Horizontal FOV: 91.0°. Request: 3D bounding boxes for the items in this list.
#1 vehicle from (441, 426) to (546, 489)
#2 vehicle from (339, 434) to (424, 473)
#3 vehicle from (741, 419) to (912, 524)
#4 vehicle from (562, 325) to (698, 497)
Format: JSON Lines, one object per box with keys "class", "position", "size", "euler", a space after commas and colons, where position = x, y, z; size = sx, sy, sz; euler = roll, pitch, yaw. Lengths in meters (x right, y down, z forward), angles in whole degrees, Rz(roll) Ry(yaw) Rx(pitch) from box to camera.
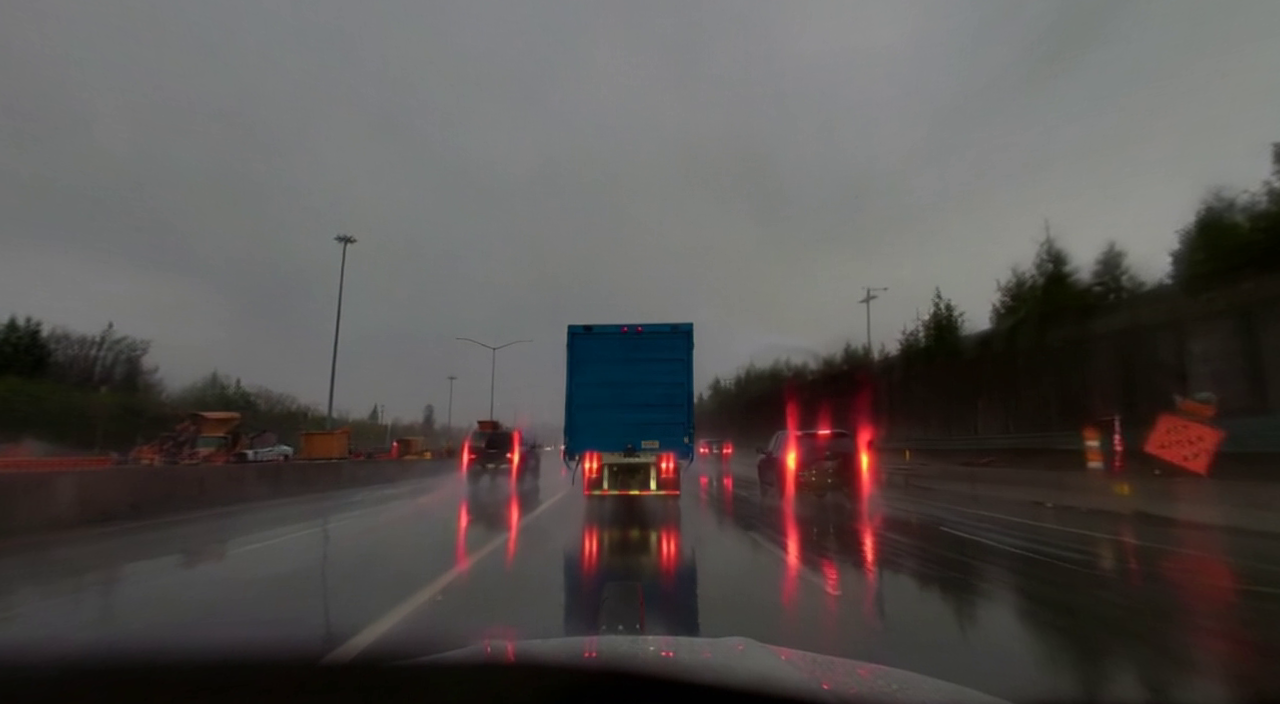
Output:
{"class": "vehicle", "position": [-4.413, 3.284, 19.820], "size": [2.095, 1.736, 4.529], "euler": [0, -9, 2]}
{"class": "vehicle", "position": [-13.101, 5.163, 32.305], "size": [2.054, 1.708, 4.663], "euler": [2, -8, 4]}
{"class": "vehicle", "position": [3.439, 2.303, 12.603], "size": [2.103, 1.713, 4.173], "euler": [1, -9, 0]}
{"class": "vehicle", "position": [-0.240, 2.078, 19.587], "size": [3.067, 3.940, 10.154], "euler": [0, -9, 0]}
